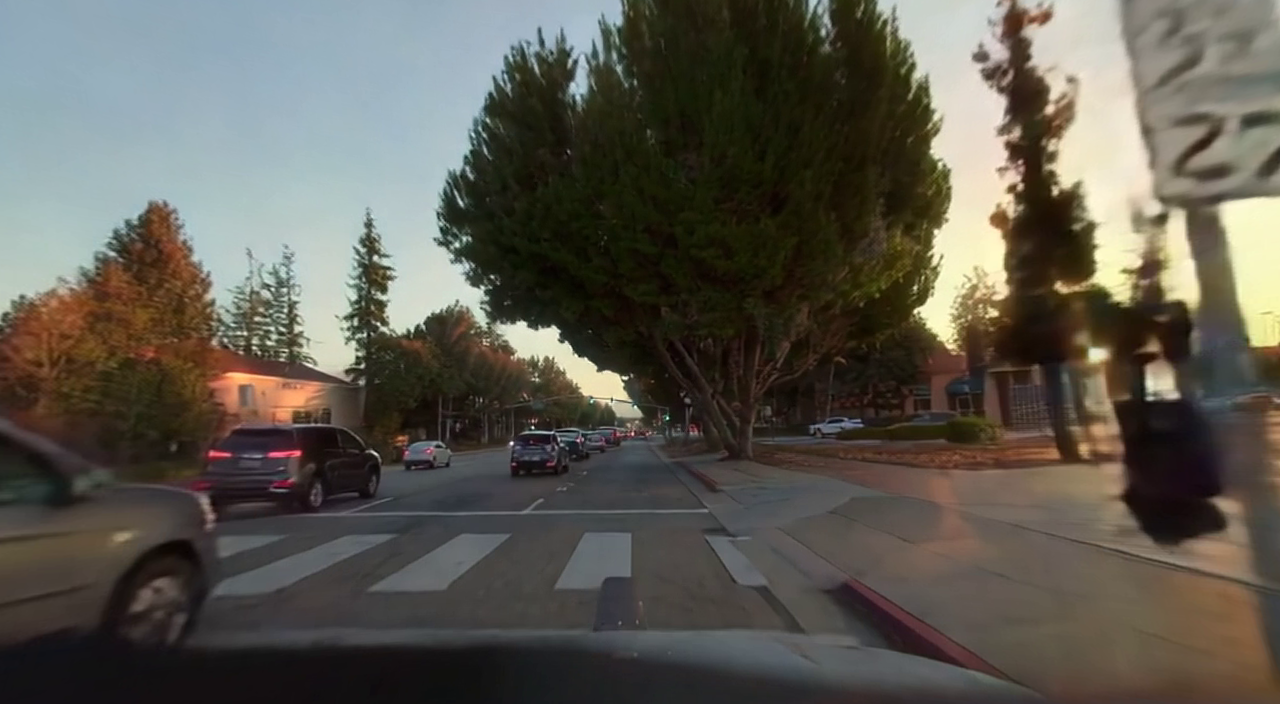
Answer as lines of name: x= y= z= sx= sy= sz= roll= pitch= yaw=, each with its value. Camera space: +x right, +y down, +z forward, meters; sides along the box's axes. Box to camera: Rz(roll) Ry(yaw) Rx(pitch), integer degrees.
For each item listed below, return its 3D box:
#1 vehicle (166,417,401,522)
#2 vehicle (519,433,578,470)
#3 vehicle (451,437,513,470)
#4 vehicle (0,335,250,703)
vehicle: x=-7.000 y=2.348 z=13.140 sx=2.102 sy=1.774 sz=4.662 roll=0 pitch=-8 yaw=1
vehicle: x=-4.123 y=4.564 z=28.984 sx=2.060 sy=1.580 sz=3.980 roll=0 pitch=-8 yaw=1
vehicle: x=-7.553 y=4.908 z=30.553 sx=1.875 sy=1.479 sz=4.558 roll=0 pitch=-8 yaw=-1
vehicle: x=-3.893 y=0.753 z=2.048 sx=2.306 sy=1.815 sz=4.476 roll=0 pitch=-8 yaw=1
